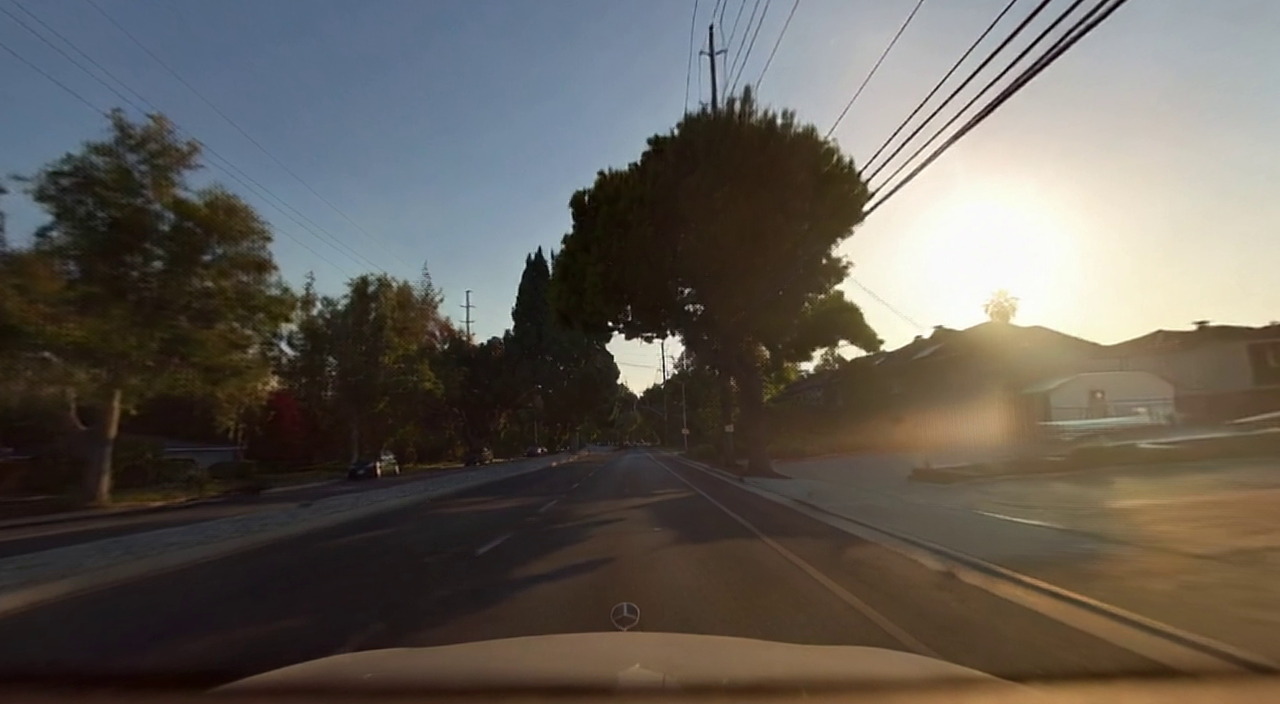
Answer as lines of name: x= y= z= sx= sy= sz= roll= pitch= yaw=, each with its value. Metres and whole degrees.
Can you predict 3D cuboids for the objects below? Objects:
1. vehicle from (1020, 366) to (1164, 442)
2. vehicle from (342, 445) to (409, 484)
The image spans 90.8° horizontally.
vehicle: x=23.712 y=2.813 z=33.621 sx=2.696 sy=3.581 sz=5.969 roll=-2 pitch=-6 yaw=-5
vehicle: x=-16.073 y=6.803 z=38.699 sx=2.071 sy=1.883 sz=4.915 roll=-7 pitch=-7 yaw=-3
